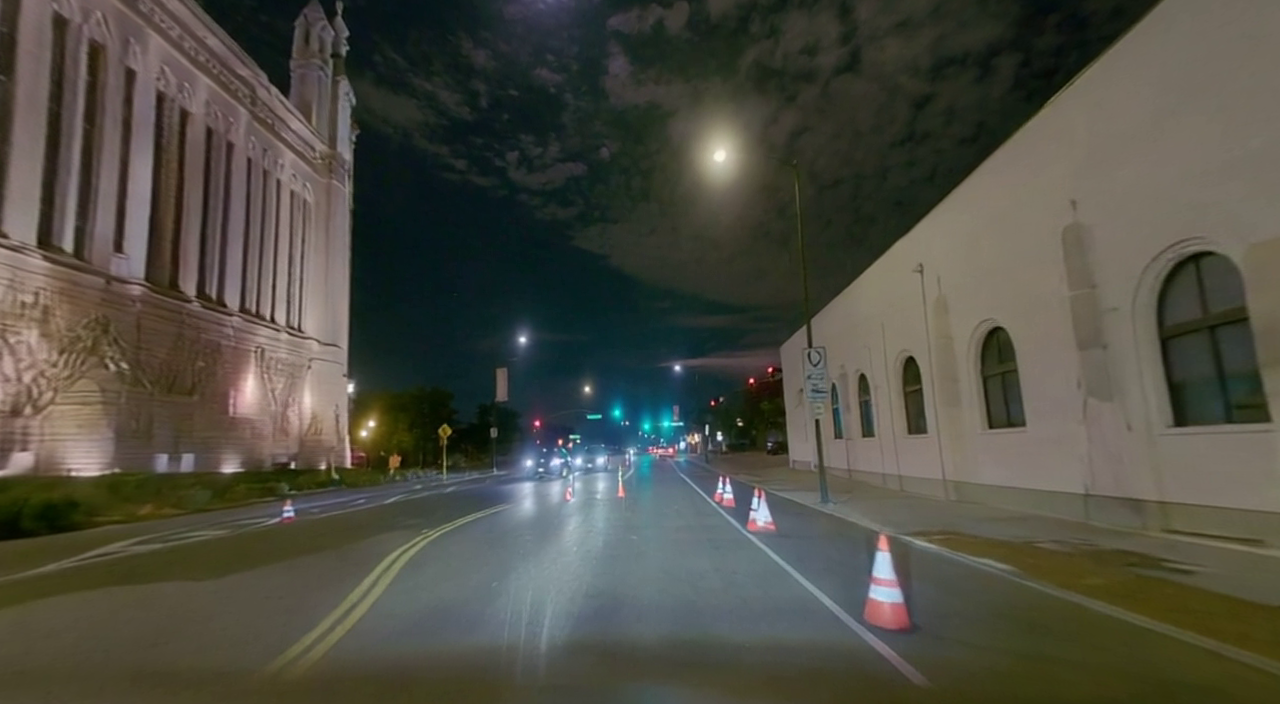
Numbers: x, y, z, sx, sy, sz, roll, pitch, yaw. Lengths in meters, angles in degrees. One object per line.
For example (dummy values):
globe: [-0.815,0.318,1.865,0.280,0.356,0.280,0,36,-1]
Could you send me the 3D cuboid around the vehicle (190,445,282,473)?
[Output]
vehicle: [-25.899,6.864,40.508,4.445,1.753,2.044,0,-9,1]
